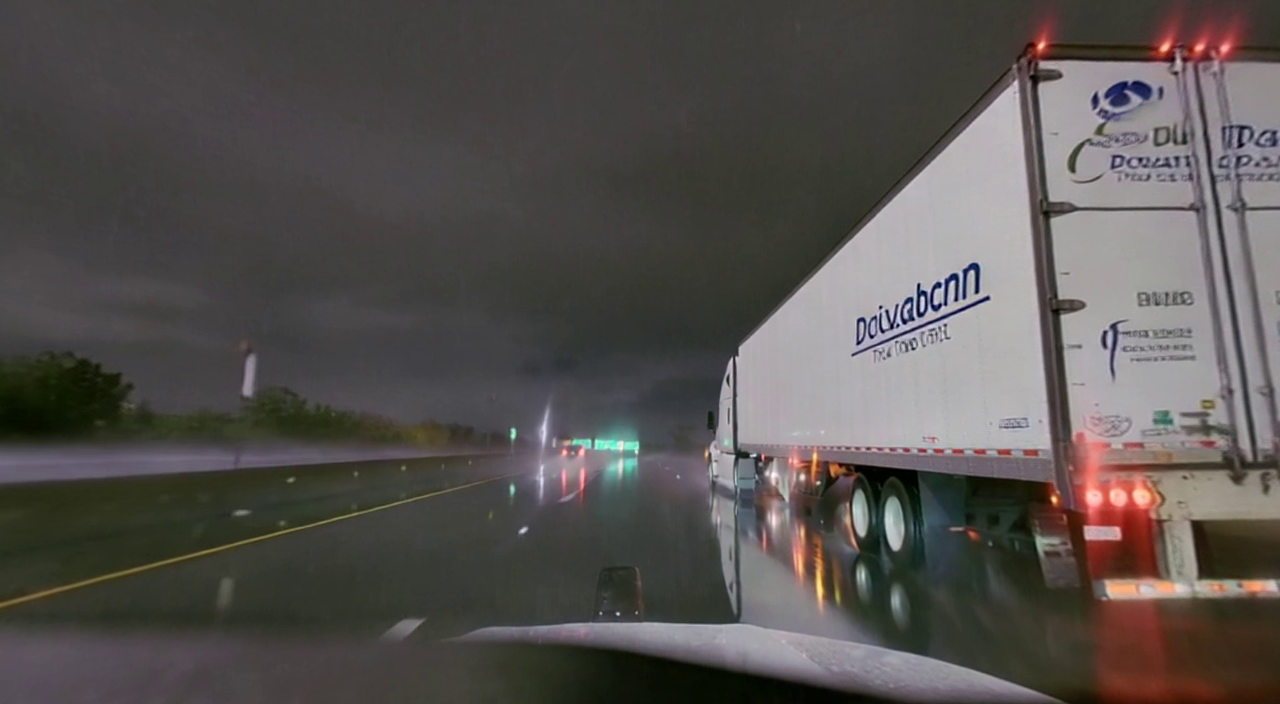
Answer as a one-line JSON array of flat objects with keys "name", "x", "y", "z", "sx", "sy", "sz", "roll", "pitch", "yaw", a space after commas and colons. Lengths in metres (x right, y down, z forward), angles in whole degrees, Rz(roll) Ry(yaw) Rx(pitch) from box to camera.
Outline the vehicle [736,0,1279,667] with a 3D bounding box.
[{"name": "vehicle", "x": 3.944, "y": 0.622, "z": 10.106, "sx": 2.962, "sy": 4.132, "sz": 12.720, "roll": 0, "pitch": -8, "yaw": 1}]

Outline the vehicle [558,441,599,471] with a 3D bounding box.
[{"name": "vehicle", "x": -3.574, "y": 6.119, "z": 37.372, "sx": 2.030, "sy": 1.657, "sz": 3.926, "roll": 0, "pitch": -8, "yaw": 0}]
